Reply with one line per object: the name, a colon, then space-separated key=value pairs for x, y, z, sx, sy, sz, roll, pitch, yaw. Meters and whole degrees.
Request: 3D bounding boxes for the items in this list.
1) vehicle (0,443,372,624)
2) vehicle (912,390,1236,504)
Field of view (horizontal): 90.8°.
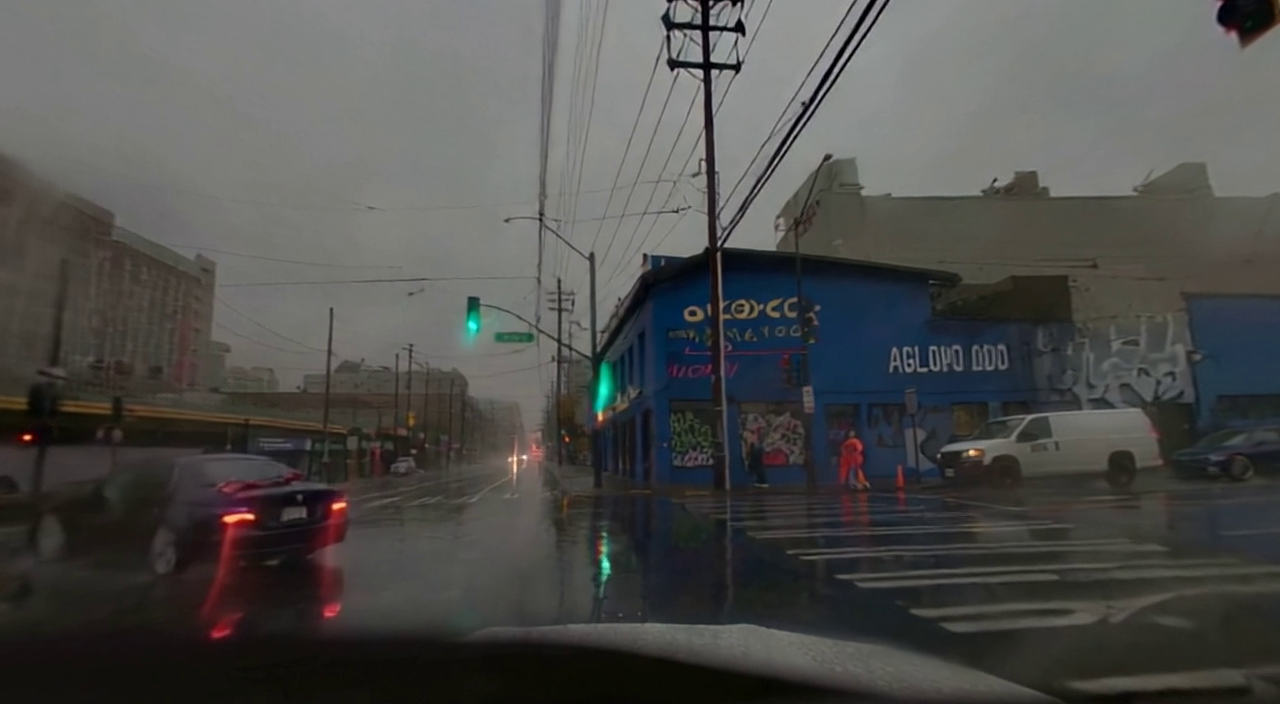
vehicle: x=-5.436 y=1.805 z=7.309 sx=4.439 sy=1.457 sz=2.097 roll=-6 pitch=-10 yaw=33
vehicle: x=8.503 y=1.884 z=12.686 sx=4.970 sy=1.972 sz=2.372 roll=1 pitch=-9 yaw=-11
